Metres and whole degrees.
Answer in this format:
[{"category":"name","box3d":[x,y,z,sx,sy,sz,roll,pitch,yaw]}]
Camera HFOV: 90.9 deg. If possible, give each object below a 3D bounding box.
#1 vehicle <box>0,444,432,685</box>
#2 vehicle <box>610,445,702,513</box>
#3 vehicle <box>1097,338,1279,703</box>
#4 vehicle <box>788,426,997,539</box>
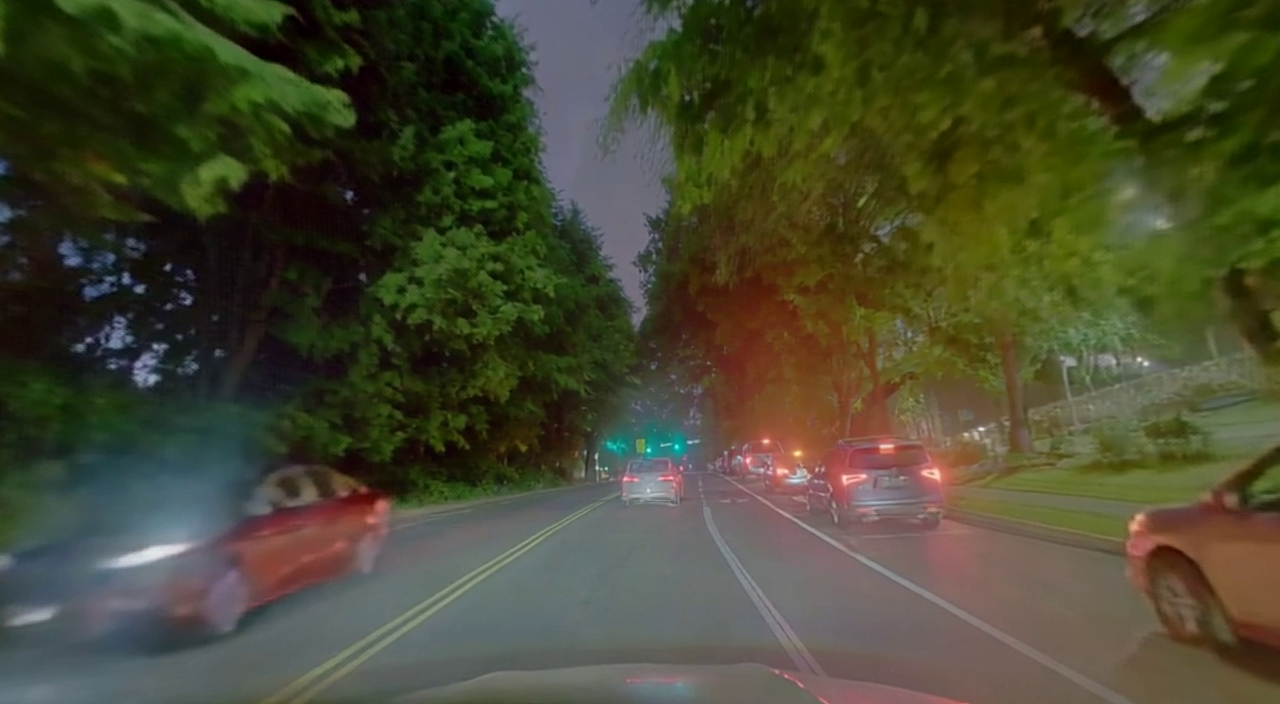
[{"category":"vehicle","box3d":[-3.923,1.642,6.217,2.087,1.449,4.575,0,-8,1]},{"category":"vehicle","box3d":[0.438,3.196,16.450,2.078,1.521,4.058,-1,-8,2]},{"category":"vehicle","box3d":[4.095,0.650,1.866,1.968,1.783,4.826,-1,-8,2]},{"category":"vehicle","box3d":[4.242,2.249,11.585,1.957,1.629,4.609,0,-8,0]}]
